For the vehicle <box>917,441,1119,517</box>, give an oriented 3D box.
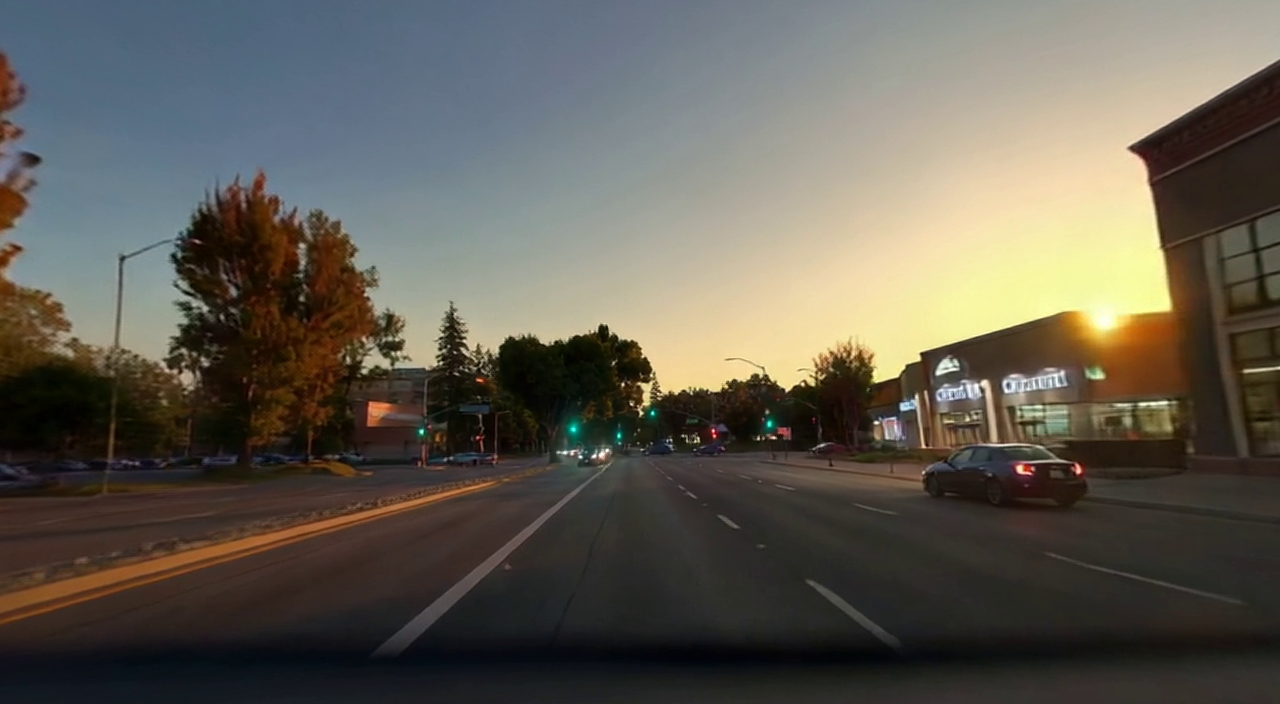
[{"bbox_3d":[8.340,2.799,14.516,1.936,1.460,4.258,0,-8,-1],"label":"vehicle"}]
